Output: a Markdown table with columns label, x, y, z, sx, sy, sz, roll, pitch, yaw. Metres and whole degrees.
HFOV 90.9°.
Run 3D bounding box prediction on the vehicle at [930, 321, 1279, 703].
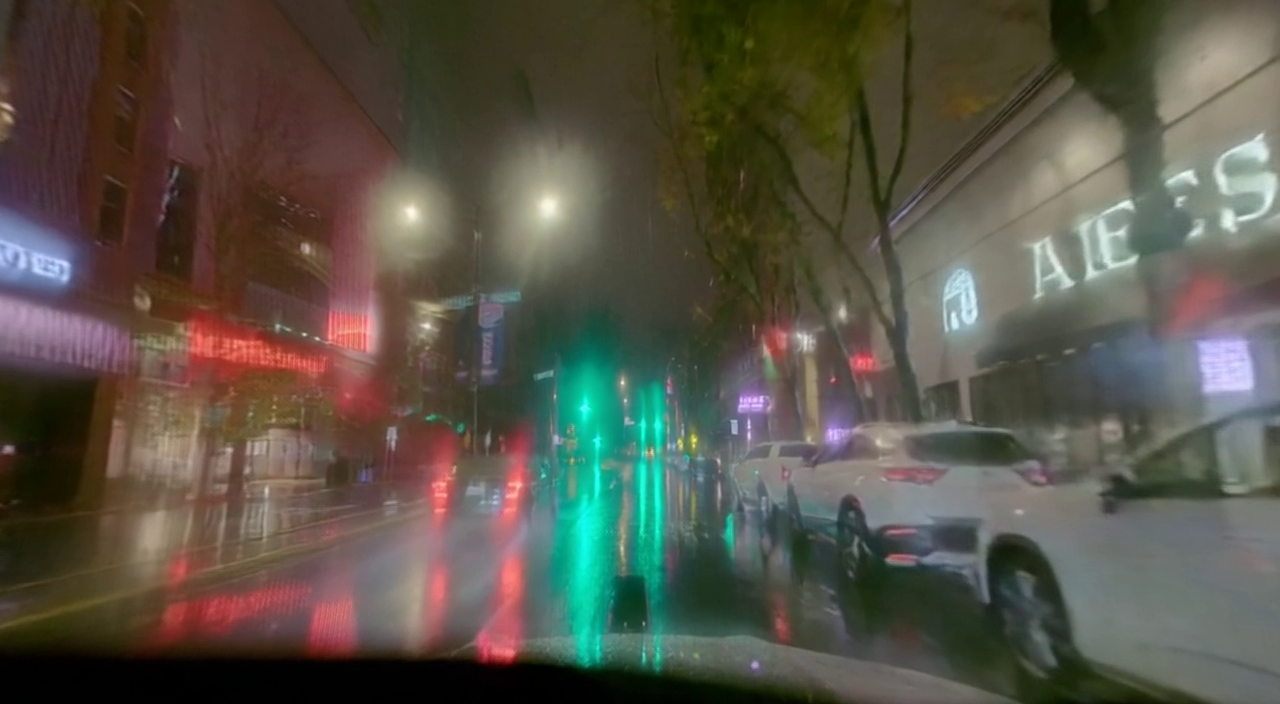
| label | x | y | z | sx | sy | sz | roll | pitch | yaw |
| --- | --- | --- | --- | --- | --- | --- | --- | --- | --- |
| vehicle | 3.169 | 0.842 | 2.359 | 2.086 | 1.792 | 4.608 | -1 | -9 | 2 |

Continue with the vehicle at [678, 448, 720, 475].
| label | x | y | z | sx | sy | sz | roll | pitch | yaw |
| --- | --- | --- | --- | --- | --- | --- | --- | --- | --- |
| vehicle | 3.406 | 6.416 | 37.223 | 1.950 | 1.462 | 4.807 | 0 | -8 | -1 |

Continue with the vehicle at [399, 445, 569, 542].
| label | x | y | z | sx | sy | sz | roll | pitch | yaw |
| --- | --- | --- | --- | --- | --- | --- | --- | --- | --- |
| vehicle | -2.607 | 2.465 | 11.759 | 2.030 | 1.436 | 4.388 | 0 | -8 | 0 |

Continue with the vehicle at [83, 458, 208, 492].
| label | x | y | z | sx | sy | sz | roll | pitch | yaw |
| --- | --- | --- | --- | --- | --- | --- | --- | --- | --- |
| vehicle | -23.686 | 5.875 | 30.291 | 4.358 | 1.522 | 1.970 | -1 | -8 | 3 |
